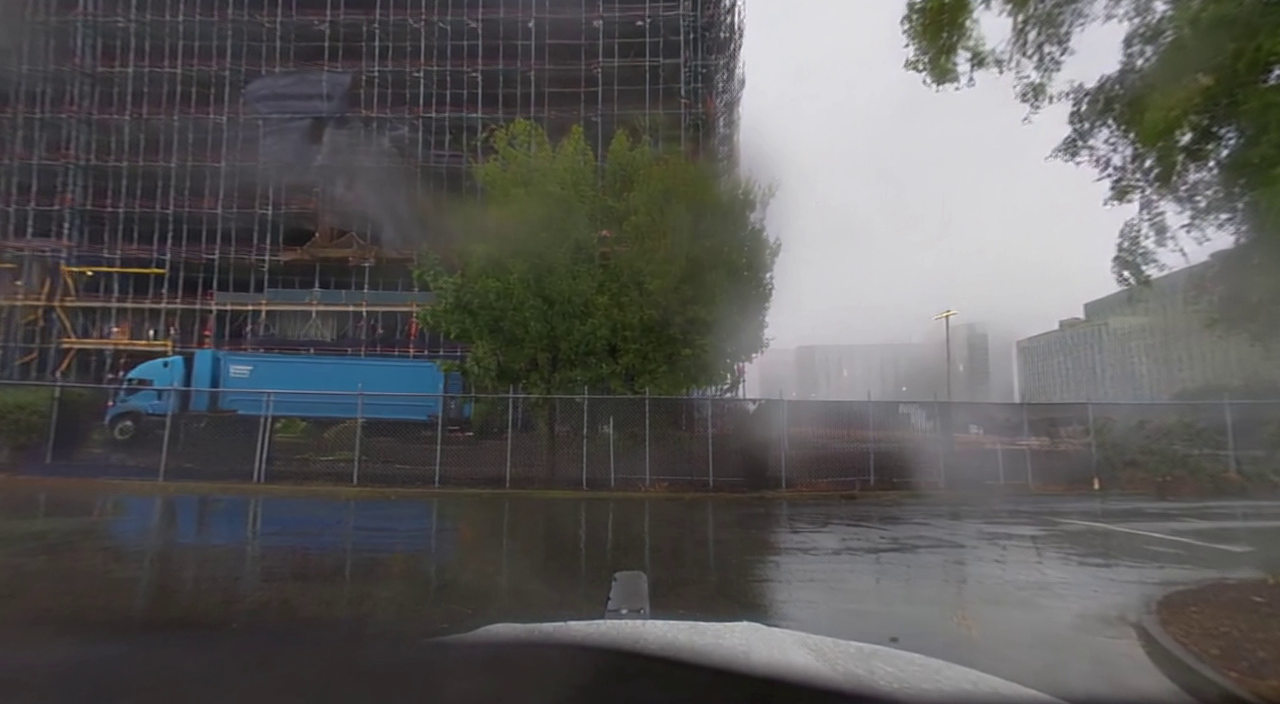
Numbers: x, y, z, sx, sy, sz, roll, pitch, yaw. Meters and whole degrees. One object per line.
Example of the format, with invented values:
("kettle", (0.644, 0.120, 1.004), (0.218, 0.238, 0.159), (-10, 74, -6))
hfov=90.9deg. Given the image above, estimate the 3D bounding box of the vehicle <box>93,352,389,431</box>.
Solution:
("vehicle", (-22.385, 2.483, 36.620), (14.067, 4.099, 2.832), (2, -8, -15))
